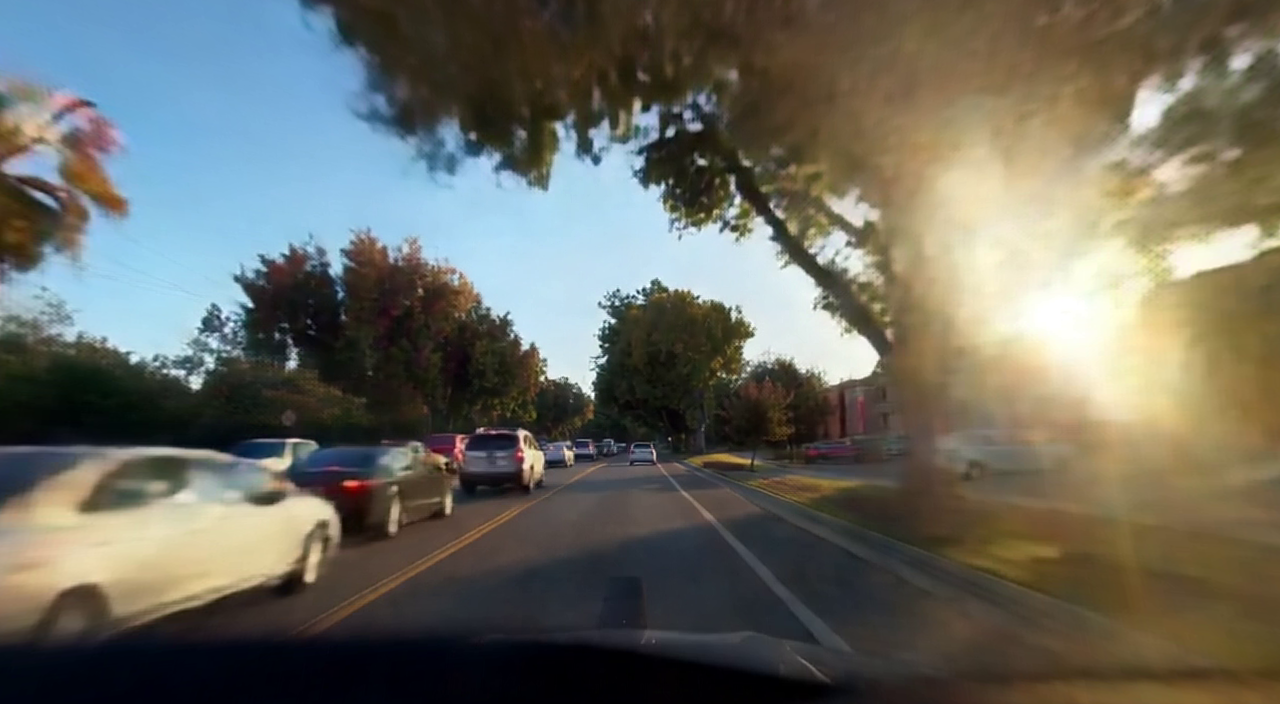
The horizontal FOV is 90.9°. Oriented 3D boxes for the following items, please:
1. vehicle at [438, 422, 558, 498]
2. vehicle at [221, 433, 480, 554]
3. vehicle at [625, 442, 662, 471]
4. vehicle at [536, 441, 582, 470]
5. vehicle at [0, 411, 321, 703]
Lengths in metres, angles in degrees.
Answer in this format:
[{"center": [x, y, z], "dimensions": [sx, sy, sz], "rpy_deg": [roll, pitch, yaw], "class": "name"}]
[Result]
[{"center": [-3.869, 3.074, 18.322], "dimensions": [2.242, 1.852, 5.201], "rpy_deg": [0, -8, 0], "class": "vehicle"}, {"center": [-4.193, 2.097, 10.176], "dimensions": [1.958, 1.472, 4.555], "rpy_deg": [0, -8, 1], "class": "vehicle"}, {"center": [0.178, 5.667, 34.449], "dimensions": [1.875, 1.453, 3.888], "rpy_deg": [0, -8, 0], "class": "vehicle"}, {"center": [-4.438, 5.727, 35.096], "dimensions": [2.068, 1.480, 4.039], "rpy_deg": [0, -8, 0], "class": "vehicle"}, {"center": [-4.010, 1.143, 3.759], "dimensions": [1.952, 1.471, 4.334], "rpy_deg": [0, -8, 0], "class": "vehicle"}]
